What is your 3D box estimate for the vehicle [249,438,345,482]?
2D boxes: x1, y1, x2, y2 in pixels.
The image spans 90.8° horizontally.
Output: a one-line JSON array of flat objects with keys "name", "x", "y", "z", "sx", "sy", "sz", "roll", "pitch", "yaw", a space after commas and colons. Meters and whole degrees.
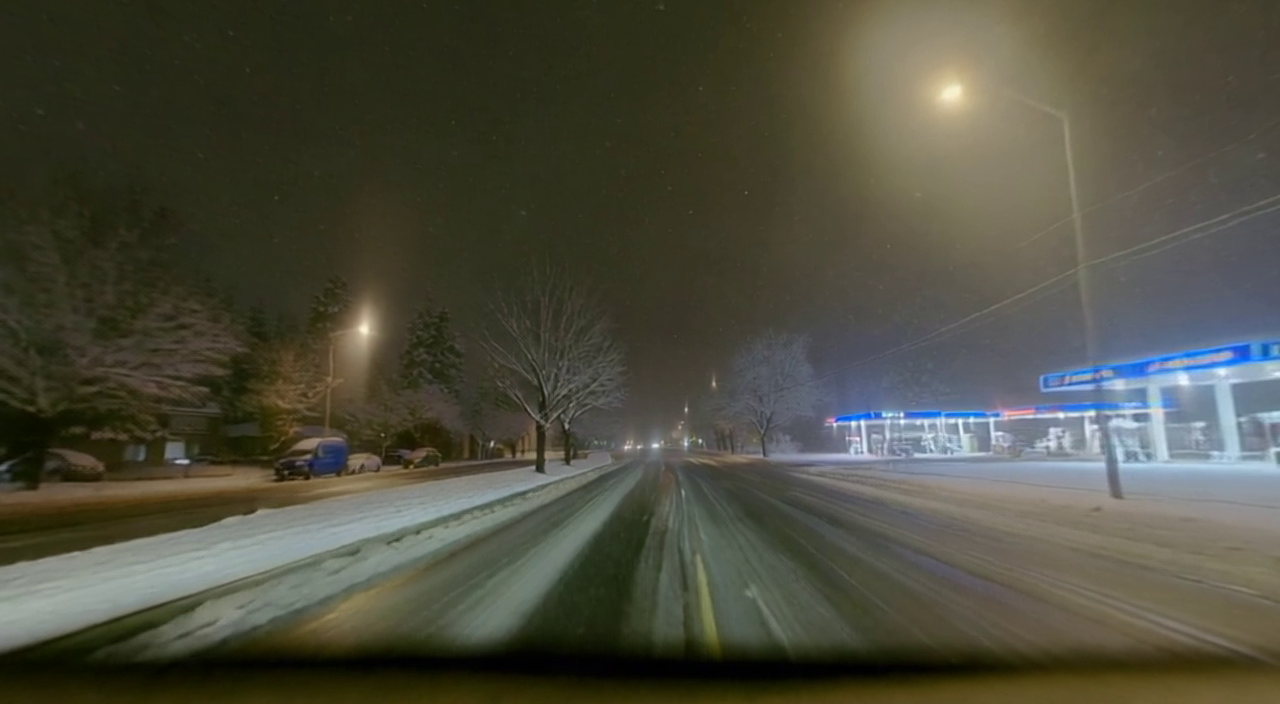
[{"name": "vehicle", "x": -18.889, "y": 5.929, "z": 35.183, "sx": 2.216, "sy": 2.161, "sz": 5.522, "roll": -3, "pitch": -8, "yaw": 0}]

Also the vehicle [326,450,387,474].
[{"name": "vehicle", "x": -18.545, "y": 7.203, "z": 41.491, "sx": 1.829, "sy": 1.462, "sz": 4.463, "roll": 0, "pitch": -9, "yaw": 1}]
